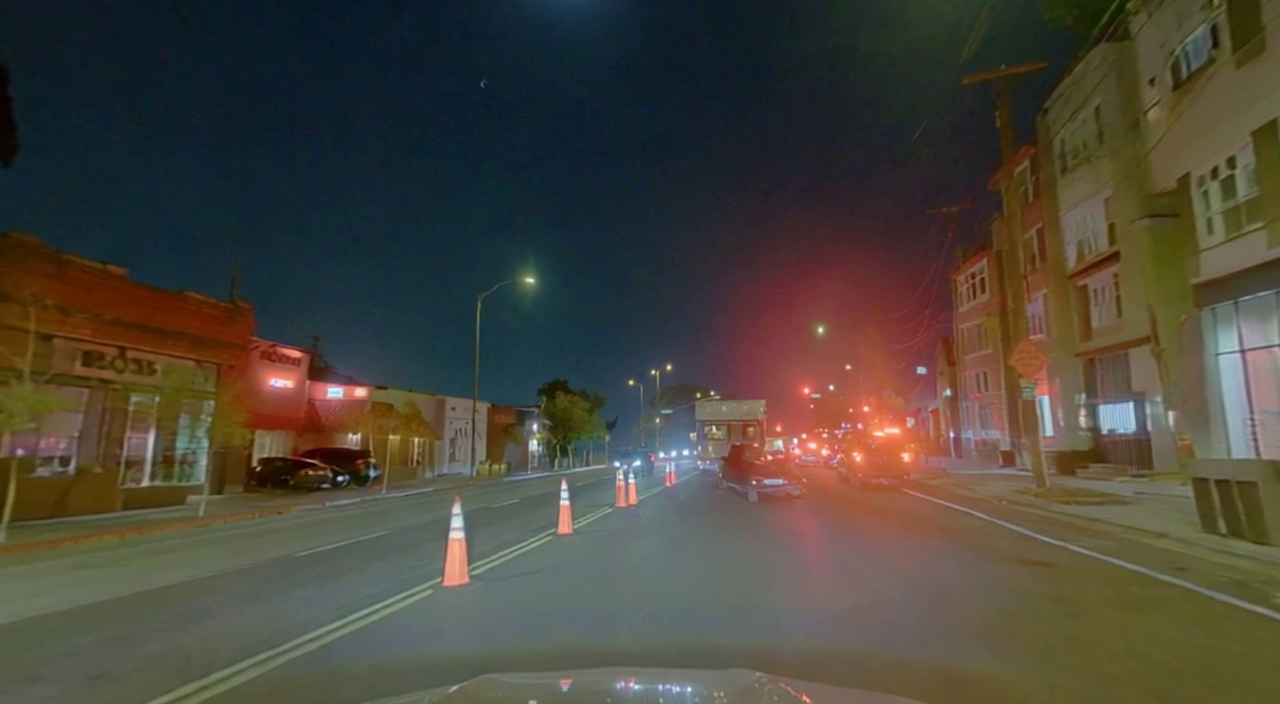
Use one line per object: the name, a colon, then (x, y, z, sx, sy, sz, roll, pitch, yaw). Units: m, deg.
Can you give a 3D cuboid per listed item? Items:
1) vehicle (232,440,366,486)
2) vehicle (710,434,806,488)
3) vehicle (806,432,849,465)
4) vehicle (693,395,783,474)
vehicle: (-13.588, 4.415, 25.297, 4.397, 1.698, 1.932, -2, -9, 12)
vehicle: (3.587, 3.419, 20.057, 2.159, 1.506, 4.086, 1, -8, -2)
vehicle: (11.997, 6.151, 40.254, 2.110, 1.942, 4.376, -3, -9, 22)
vehicle: (5.475, 4.374, 32.757, 2.977, 3.271, 12.748, -2, -9, 16)
